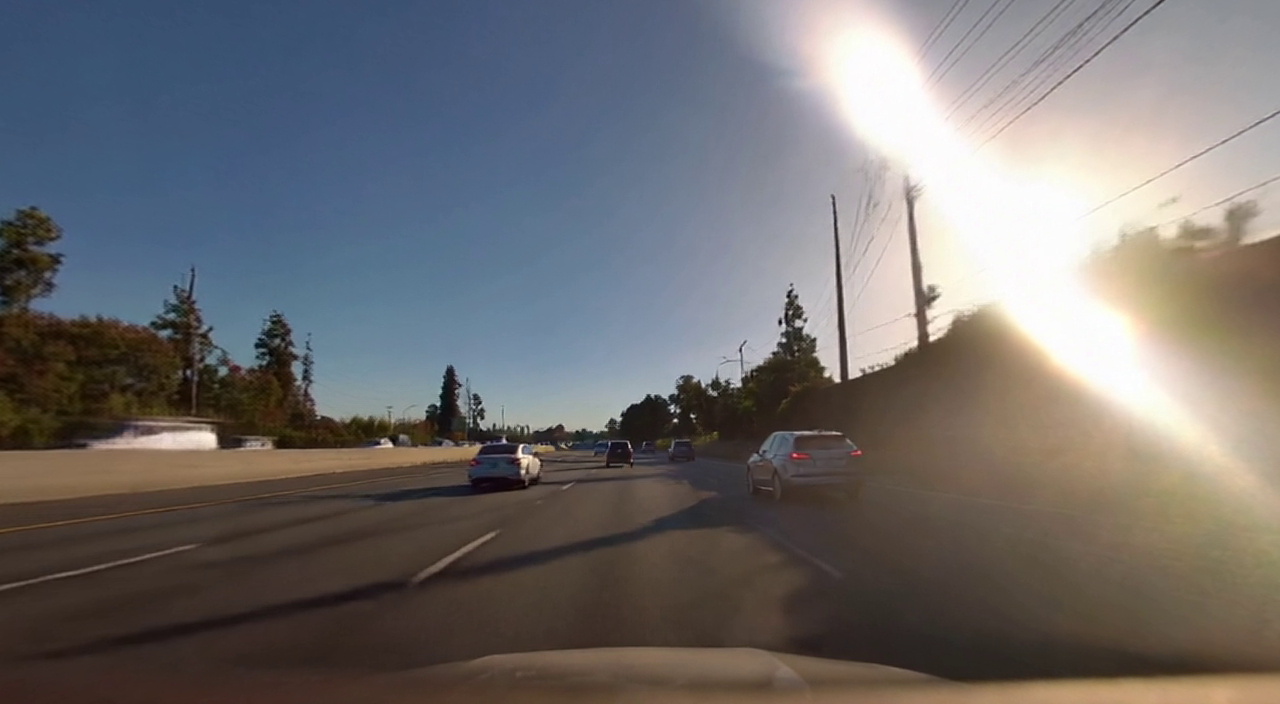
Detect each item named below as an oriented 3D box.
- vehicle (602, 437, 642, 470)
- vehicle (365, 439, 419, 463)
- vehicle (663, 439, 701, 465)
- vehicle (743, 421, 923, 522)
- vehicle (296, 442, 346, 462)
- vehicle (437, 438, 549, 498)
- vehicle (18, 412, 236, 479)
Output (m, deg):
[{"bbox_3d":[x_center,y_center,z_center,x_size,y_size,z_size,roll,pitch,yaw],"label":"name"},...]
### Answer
[{"bbox_3d":[-1.039,5.867,36.570,2.192,1.769,4.287,0,-8,-2],"label":"vehicle"},{"bbox_3d":[-17.252,6.896,44.030,1.984,1.524,4.452,0,-8,0],"label":"vehicle"},{"bbox_3d":[2.947,7.165,45.393,2.099,1.720,4.829,0,-8,-3],"label":"vehicle"},{"bbox_3d":[3.732,2.412,13.298,2.102,1.723,4.745,0,-8,-2],"label":"vehicle"},{"bbox_3d":[-24.914,7.824,49.423,1.806,1.445,4.241,0,-8,-2],"label":"vehicle"},{"bbox_3d":[-4.253,3.437,19.257,2.091,1.562,5.220,0,-8,1],"label":"vehicle"},{"bbox_3d":[-16.529,3.103,20.961,2.305,1.901,5.934,0,-8,-1],"label":"vehicle"}]
